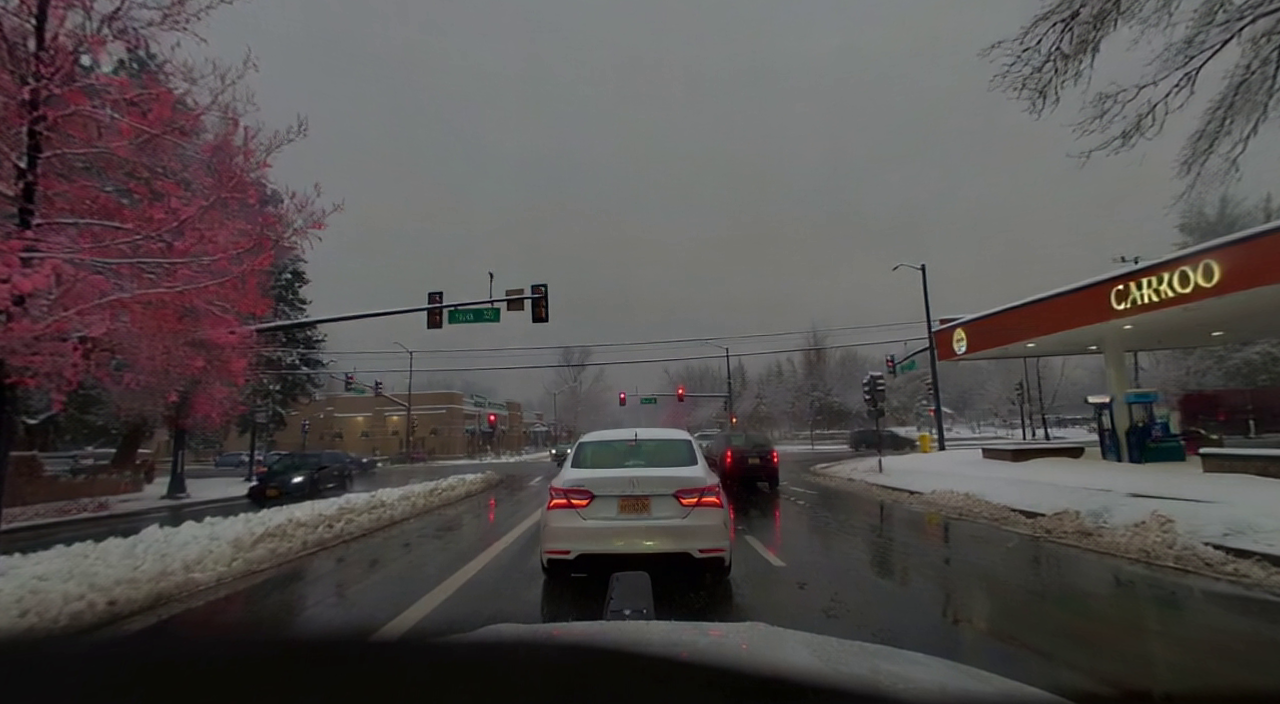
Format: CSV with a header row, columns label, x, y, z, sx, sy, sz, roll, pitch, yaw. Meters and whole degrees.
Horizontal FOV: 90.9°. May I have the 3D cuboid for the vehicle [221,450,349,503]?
label,x,y,z,sx,sy,sz,roll,pitch,yaw
vehicle,-11.310,3.951,20.515,1.944,1.465,4.609,1,-8,-7

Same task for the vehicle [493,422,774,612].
label,x,y,z,sx,sy,sz,roll,pitch,yaw
vehicle,-0.064,1.606,7.081,2.213,1.482,4.057,0,-8,0

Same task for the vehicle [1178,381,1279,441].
label,x,y,z,sx,sy,sz,roll,pitch,yaw
vehicle,43.343,4.063,42.856,10.890,3.868,3.021,0,-8,-4

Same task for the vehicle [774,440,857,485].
label,x,y,z,sx,sy,sz,roll,pitch,yaw
vehicle,6.554,4.155,24.071,1.942,1.511,4.390,0,-8,0

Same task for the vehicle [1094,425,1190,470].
label,x,y,z,sx,sy,sz,roll,pitch,yaw
vehicle,18.587,3.508,23.272,4.300,1.495,2.053,8,-11,-43

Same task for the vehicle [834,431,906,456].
label,x,y,z,sx,sy,sz,roll,pitch,yaw
vehicle,16.370,6.519,44.928,4.622,1.675,2.022,-3,-9,21

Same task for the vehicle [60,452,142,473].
label,x,y,z,sx,sy,sz,roll,pitch,yaw
vehicle,-39.578,8.106,46.313,4.511,1.407,1.764,-1,-8,5

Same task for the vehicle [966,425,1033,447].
label,x,y,z,sx,sy,sz,roll,pitch,yaw
vehicle,27.394,6.445,48.064,3.968,1.572,1.740,0,-9,4
